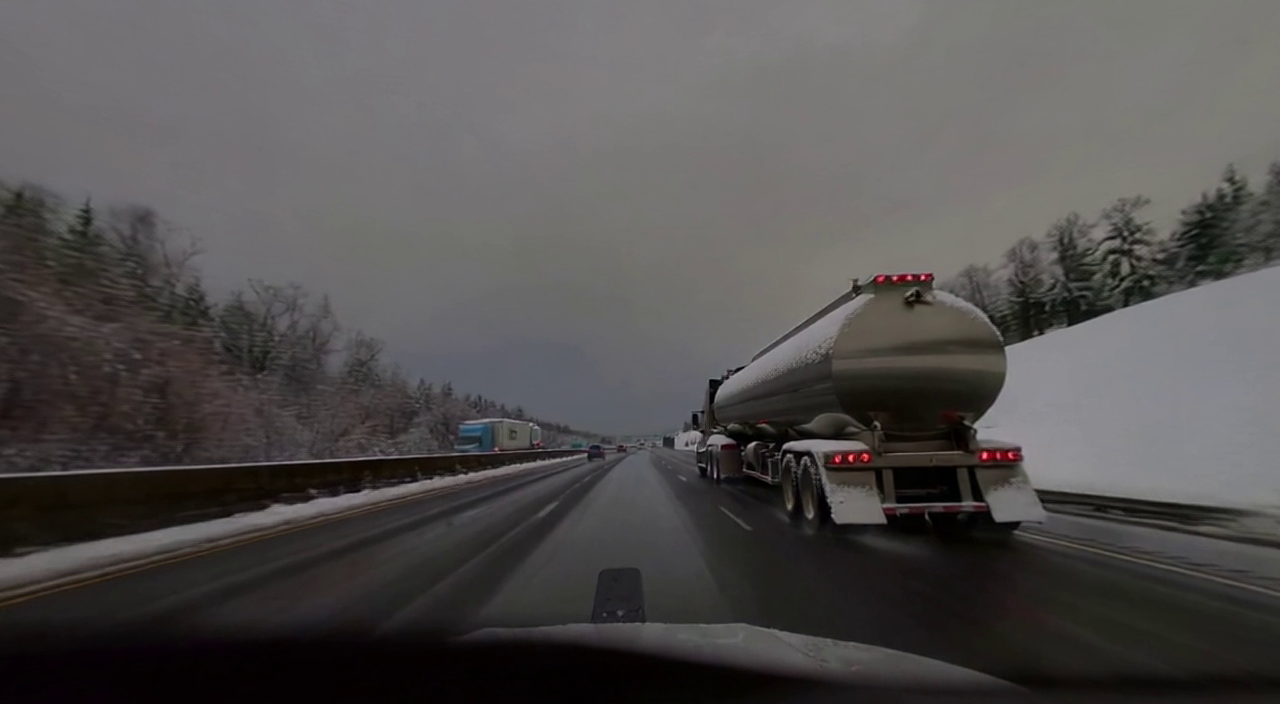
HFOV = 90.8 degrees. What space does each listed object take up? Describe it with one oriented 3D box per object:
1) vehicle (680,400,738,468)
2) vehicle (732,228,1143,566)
[{"bbox_3d":[4.376,5.563,42.033,2.823,4.018,8.475,0,-9,0],"label":"vehicle"},{"bbox_3d":[3.917,1.152,11.783,2.759,3.734,9.708,0,-9,-1],"label":"vehicle"}]
